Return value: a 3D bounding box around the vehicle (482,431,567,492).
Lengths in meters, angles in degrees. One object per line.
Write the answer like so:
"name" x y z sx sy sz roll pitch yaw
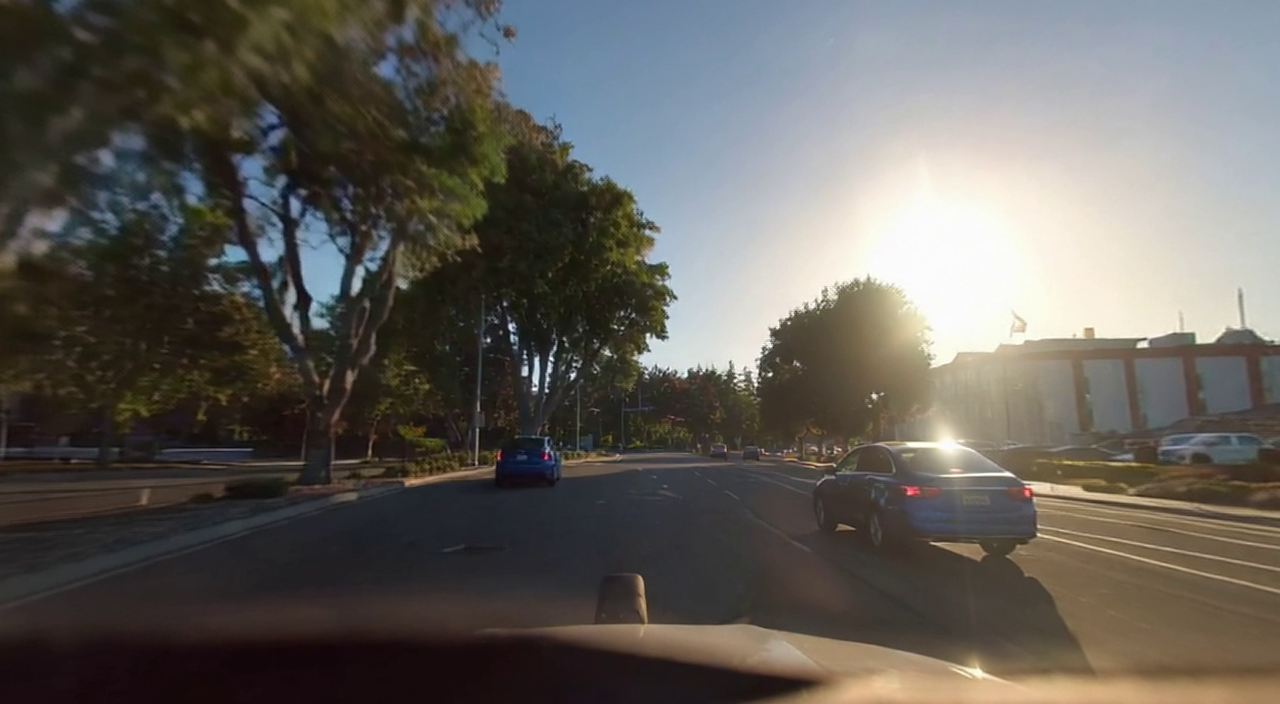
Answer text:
"vehicle" -3.504 3.393 19.964 2.085 1.693 4.301 0 -8 -3

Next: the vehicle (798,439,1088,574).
"vehicle" 3.784 1.960 8.953 1.918 1.418 4.360 0 -8 0

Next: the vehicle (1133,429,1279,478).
"vehicle" 24.634 4.349 27.218 5.801 1.933 2.289 3 -9 -18

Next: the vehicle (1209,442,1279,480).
"vehicle" 24.962 4.288 25.028 3.608 1.401 1.822 2 -9 -16
